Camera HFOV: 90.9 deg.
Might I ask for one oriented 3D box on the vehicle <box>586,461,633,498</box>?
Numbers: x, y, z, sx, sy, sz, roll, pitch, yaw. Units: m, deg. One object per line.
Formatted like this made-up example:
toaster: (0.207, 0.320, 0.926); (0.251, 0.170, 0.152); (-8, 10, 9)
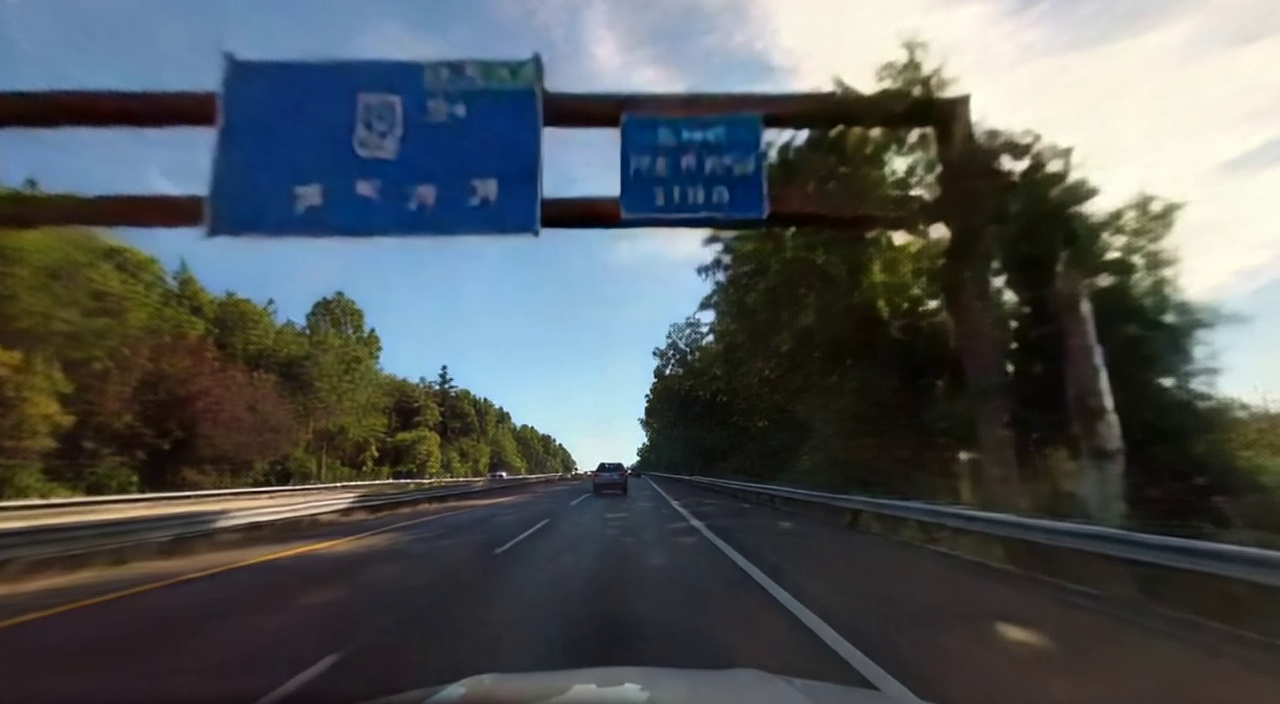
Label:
vehicle: (-1.466, 6.398, 31.775); (2.107, 1.668, 4.554); (1, -11, 0)
